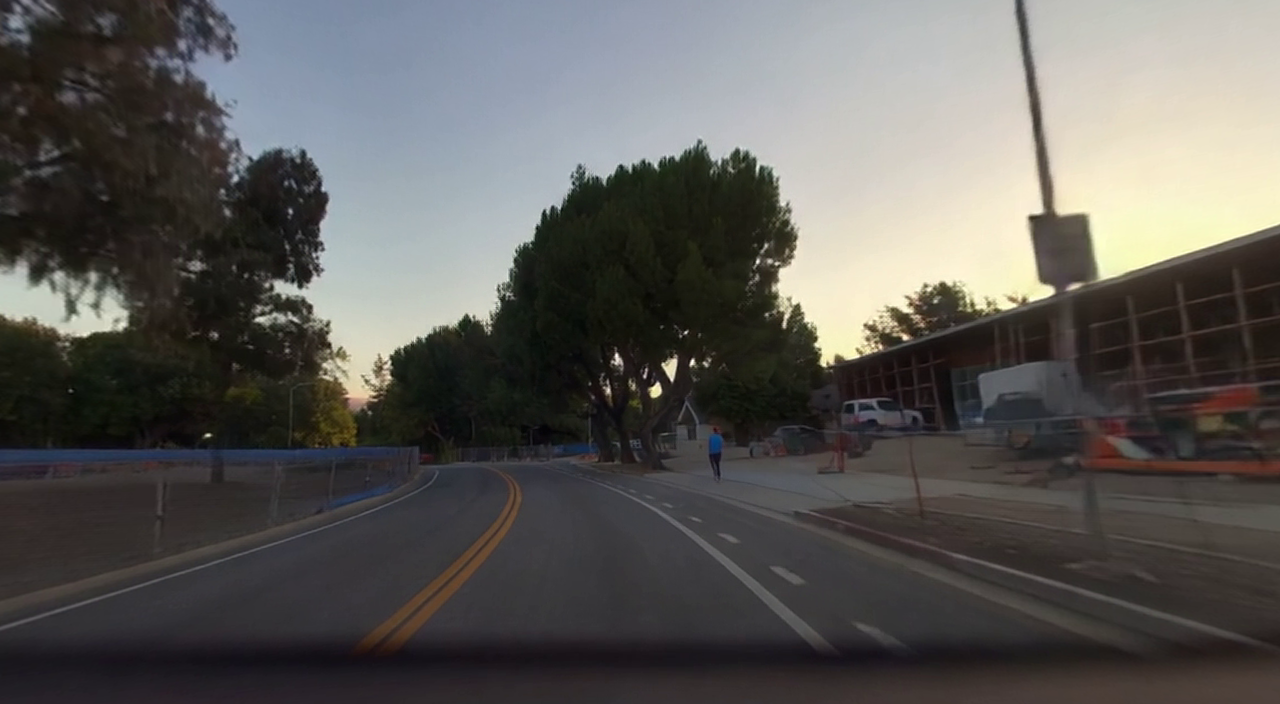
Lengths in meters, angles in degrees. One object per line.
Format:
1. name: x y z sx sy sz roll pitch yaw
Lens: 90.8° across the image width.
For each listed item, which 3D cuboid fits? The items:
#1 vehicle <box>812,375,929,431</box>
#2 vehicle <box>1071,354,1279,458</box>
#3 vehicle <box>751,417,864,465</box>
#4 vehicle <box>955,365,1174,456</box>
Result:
1. vehicle: 9.542 2.149 26.155 4.180 1.880 2.028 7 -8 -20
2. vehicle: 9.760 0.997 10.907 3.451 1.504 1.652 3 -10 -4
3. vehicle: 8.317 4.405 31.364 5.021 1.930 2.119 -1 -9 -25
4. vehicle: 9.135 1.345 13.785 3.674 1.559 1.775 5 -10 -7
